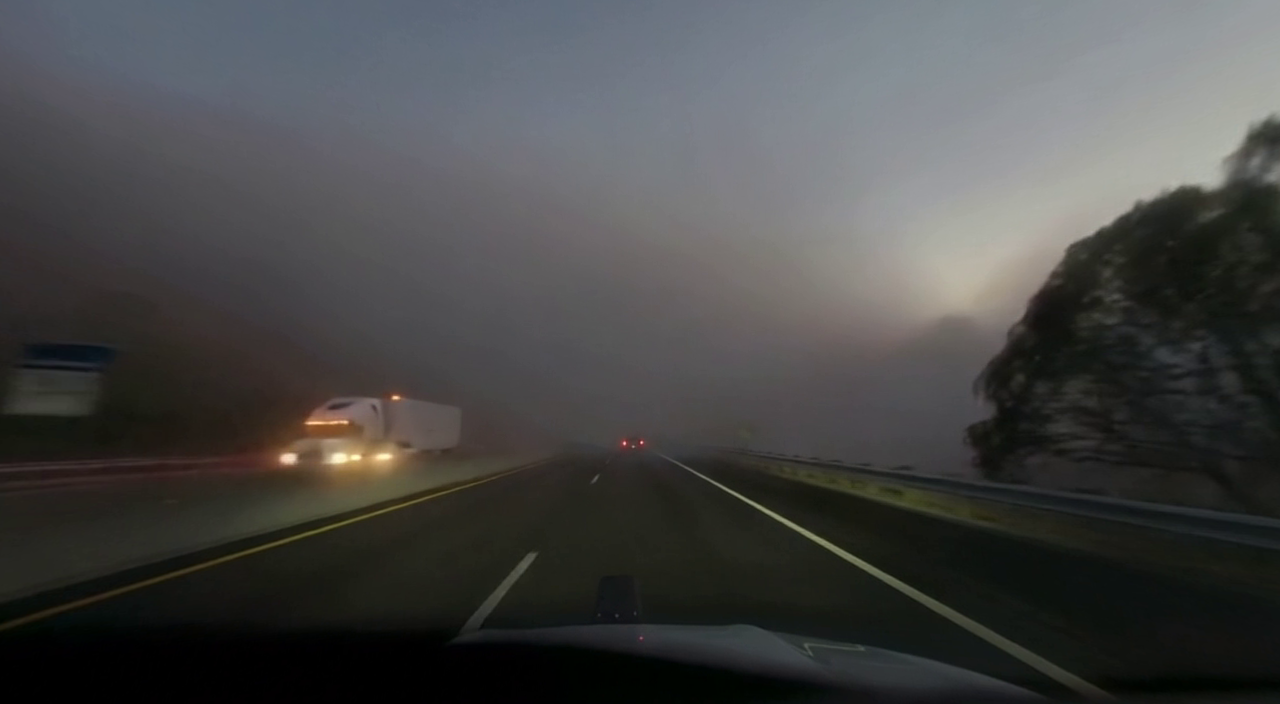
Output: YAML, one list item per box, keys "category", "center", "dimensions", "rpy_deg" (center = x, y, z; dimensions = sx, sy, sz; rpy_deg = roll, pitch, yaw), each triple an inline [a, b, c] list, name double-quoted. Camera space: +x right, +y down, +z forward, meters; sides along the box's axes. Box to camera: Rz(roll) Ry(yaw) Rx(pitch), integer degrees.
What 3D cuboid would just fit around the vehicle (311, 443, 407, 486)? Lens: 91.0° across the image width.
- category: "vehicle"
  center: [-10.904, 4.357, 24.802]
  dimensions: [1.918, 1.462, 4.383]
  rpy_deg: [-2, -8, -2]
